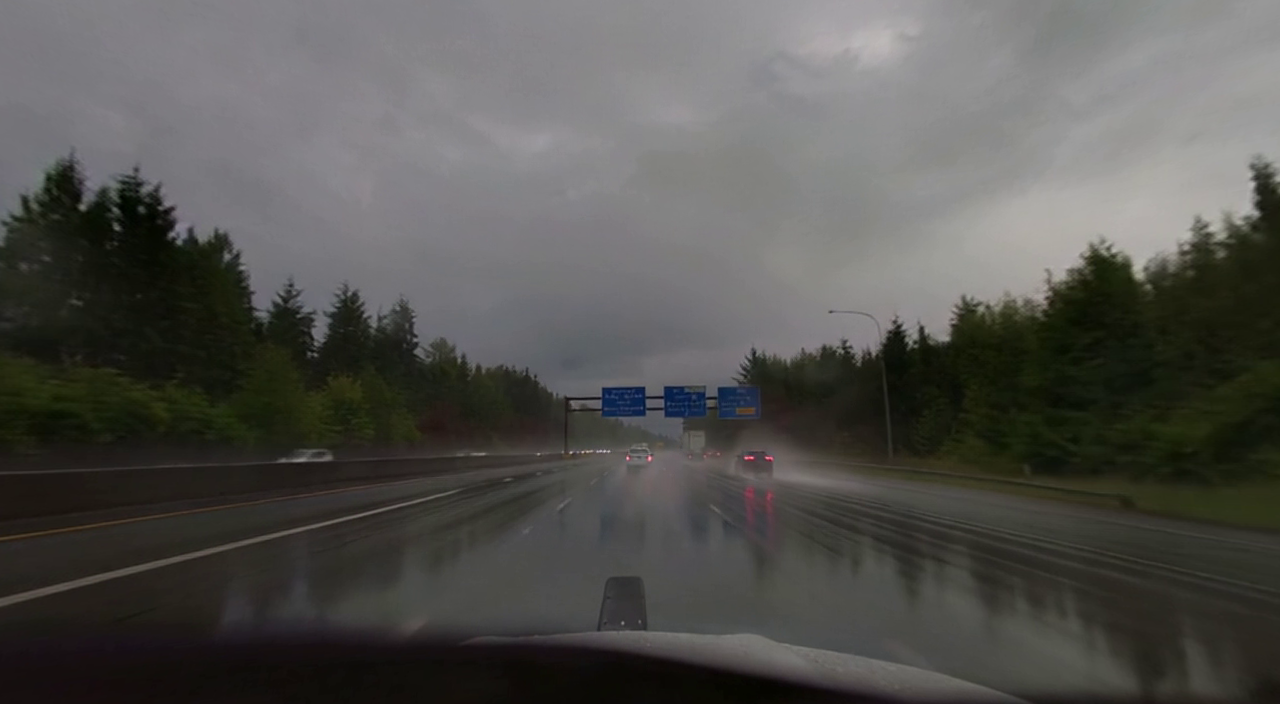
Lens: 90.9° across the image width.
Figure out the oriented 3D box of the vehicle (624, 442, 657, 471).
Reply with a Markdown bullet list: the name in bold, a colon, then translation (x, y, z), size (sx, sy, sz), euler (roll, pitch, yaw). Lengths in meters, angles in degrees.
- **vehicle**: translation (0.060, 7.114, 42.834), size (2.167, 1.847, 4.097), euler (0, -9, 0)

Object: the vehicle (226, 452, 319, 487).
- **vehicle**: translation (-18.798, 5.998, 32.532), size (2.067, 1.640, 4.449), euler (0, -9, 1)
